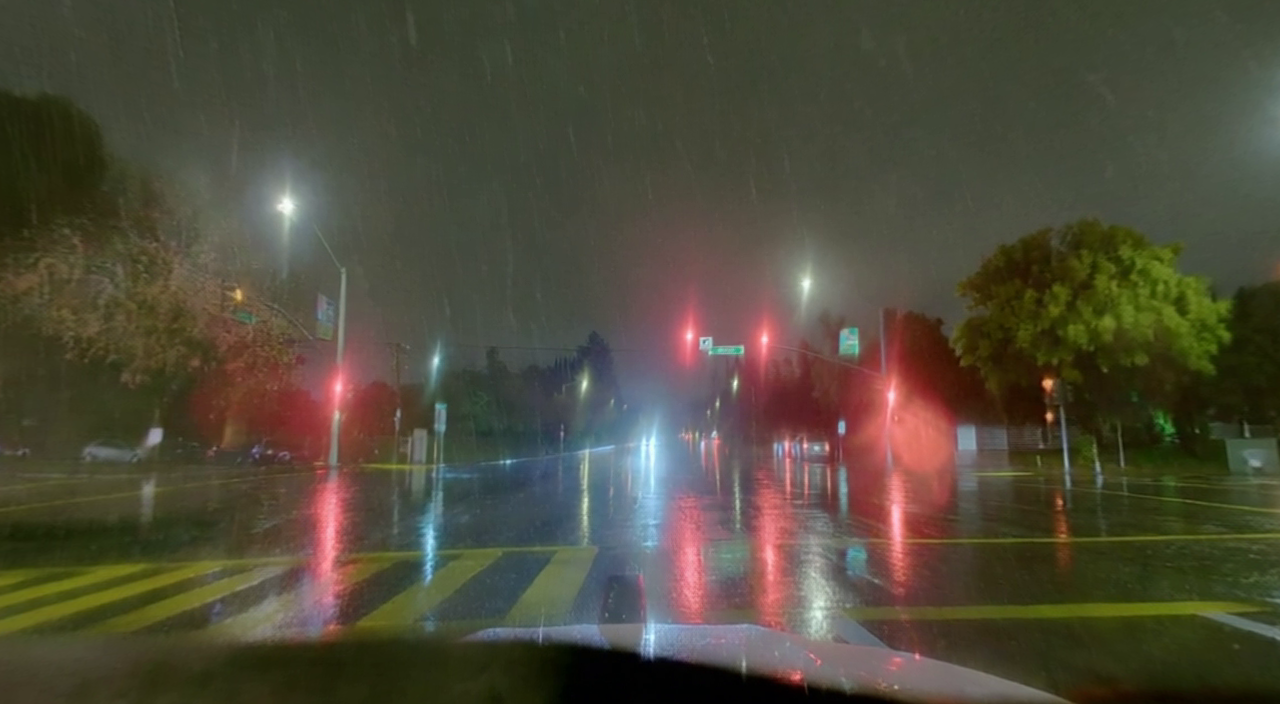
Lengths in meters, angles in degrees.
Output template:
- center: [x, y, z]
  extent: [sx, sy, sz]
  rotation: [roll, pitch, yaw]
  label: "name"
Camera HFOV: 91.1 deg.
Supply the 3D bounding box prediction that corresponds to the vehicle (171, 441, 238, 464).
- center: [-29.124, 6.710, 42.074]
  extent: [1.696, 1.431, 3.686]
  rotation: [-1, -8, 3]
  label: "vehicle"
